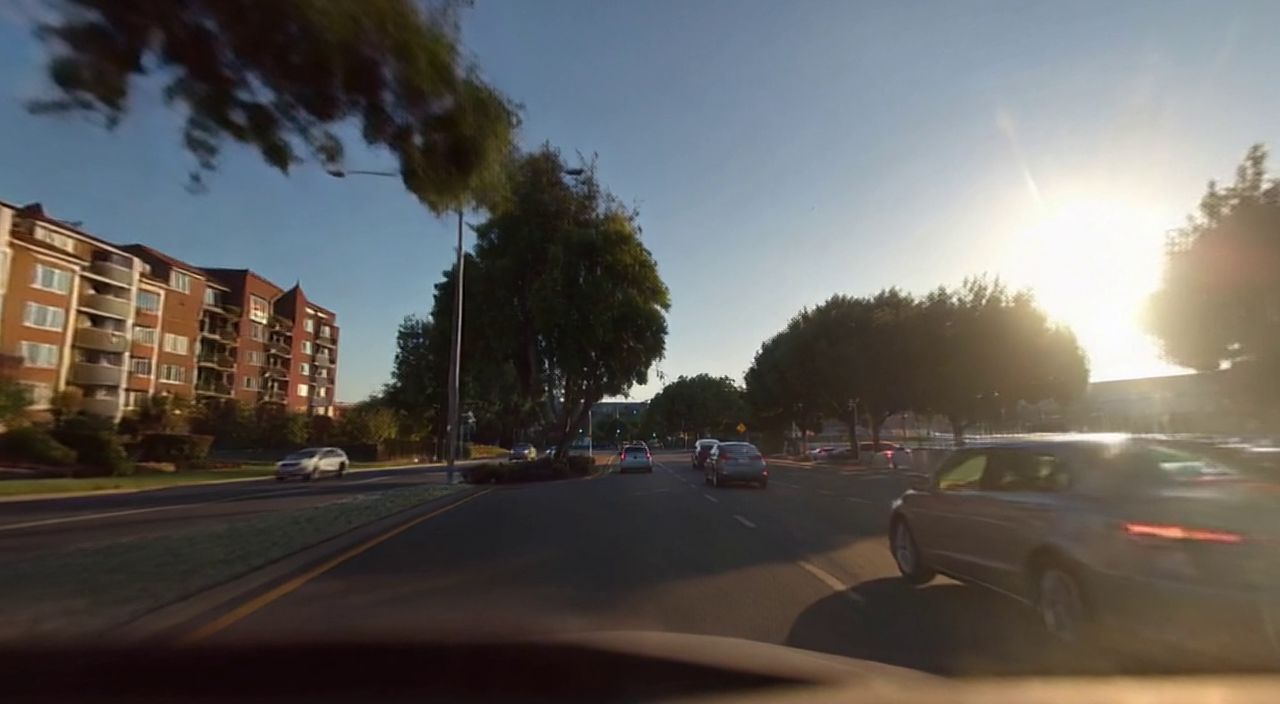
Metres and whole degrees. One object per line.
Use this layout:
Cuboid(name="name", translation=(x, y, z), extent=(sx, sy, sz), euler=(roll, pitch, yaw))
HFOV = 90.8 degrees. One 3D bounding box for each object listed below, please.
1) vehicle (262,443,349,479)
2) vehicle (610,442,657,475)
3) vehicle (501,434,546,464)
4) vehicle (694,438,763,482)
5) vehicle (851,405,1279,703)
Cuboid(name="vehicle", translation=(-16.259, 5.298, 31.011), extent=(1.920, 1.635, 4.261), euler=(0, -8, 0))
Cuboid(name="vehicle", translation=(-0.338, 5.092, 30.419), extent=(2.095, 1.456, 3.873), euler=(0, -8, -1))
Cuboid(name="vehicle", translation=(-8.739, 7.322, 47.816), extent=(2.285, 2.106, 5.836), euler=(0, -8, 0))
Cuboid(name="vehicle", translation=(3.456, 4.307, 25.491), extent=(2.041, 1.611, 4.426), euler=(0, -8, -1))
Cuboid(name="vehicle", translation=(3.523, 1.333, 5.123), extent=(1.953, 1.514, 4.672), euler=(0, -8, -1))
